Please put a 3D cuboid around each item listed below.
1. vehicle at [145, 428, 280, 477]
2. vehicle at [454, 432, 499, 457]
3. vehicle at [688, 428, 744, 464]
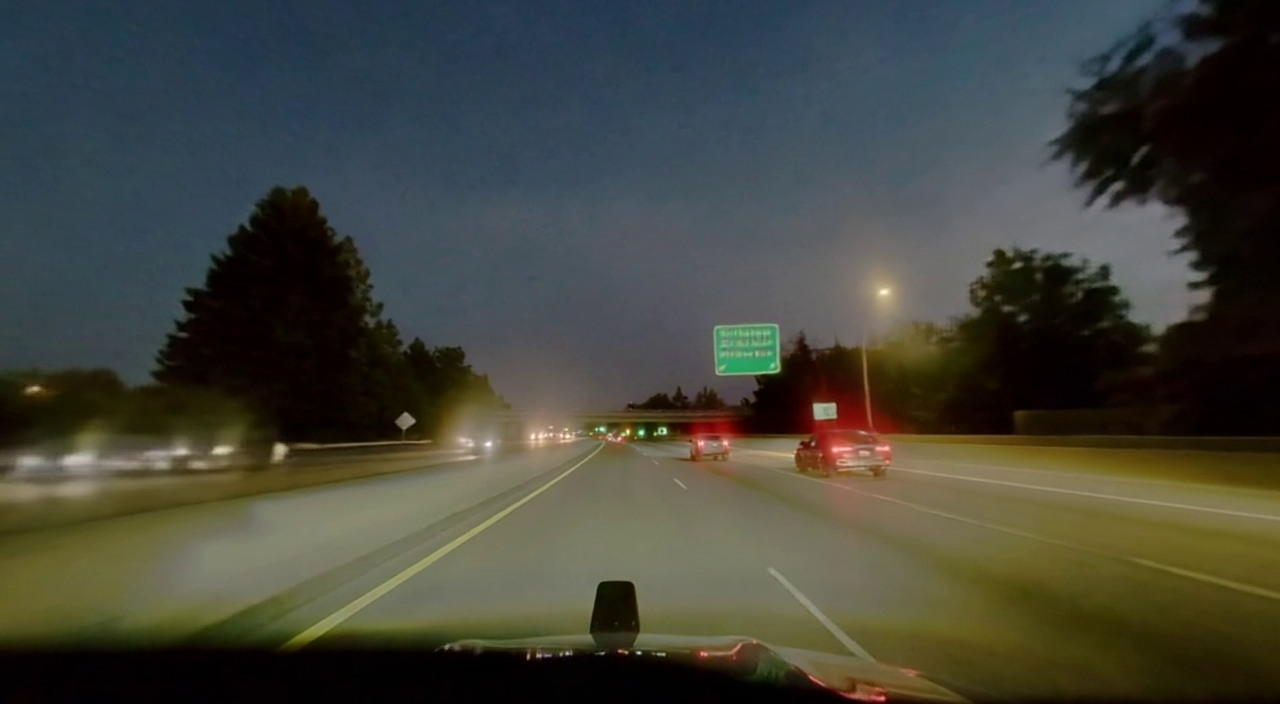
[{"bbox_3d":[-14.033,3.309,21.003,1.896,1.460,3.804,0,-8,-2],"label":"vehicle"},{"bbox_3d":[-9.855,5.580,38.179,1.815,1.452,3.760,0,-8,-1],"label":"vehicle"},{"bbox_3d":[3.434,4.338,29.291,1.938,1.578,3.764,0,-8,-3],"label":"vehicle"}]
